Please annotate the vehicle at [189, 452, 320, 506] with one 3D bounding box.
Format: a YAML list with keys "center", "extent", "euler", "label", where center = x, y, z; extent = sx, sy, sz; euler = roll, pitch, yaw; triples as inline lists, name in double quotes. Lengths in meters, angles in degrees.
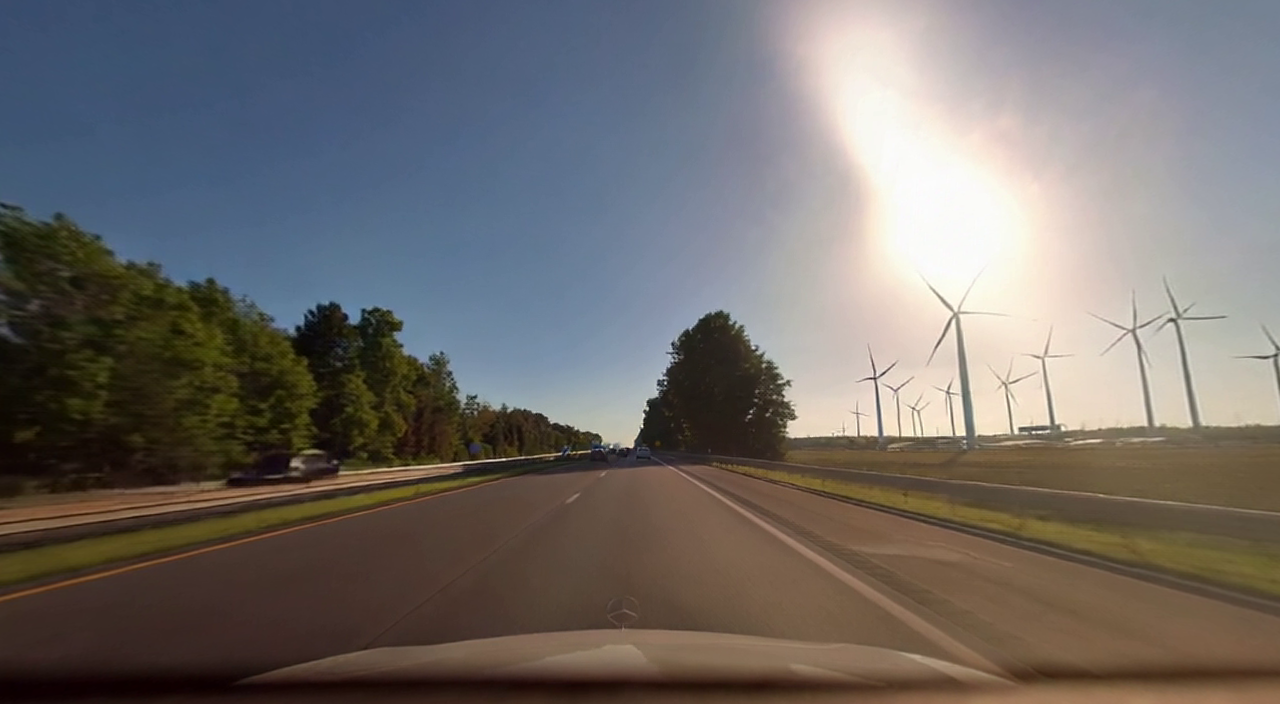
- center: [-11.966, 3.927, 19.899]
  extent: [1.669, 1.494, 3.894]
  euler: [0, -9, -1]
  label: "vehicle"
